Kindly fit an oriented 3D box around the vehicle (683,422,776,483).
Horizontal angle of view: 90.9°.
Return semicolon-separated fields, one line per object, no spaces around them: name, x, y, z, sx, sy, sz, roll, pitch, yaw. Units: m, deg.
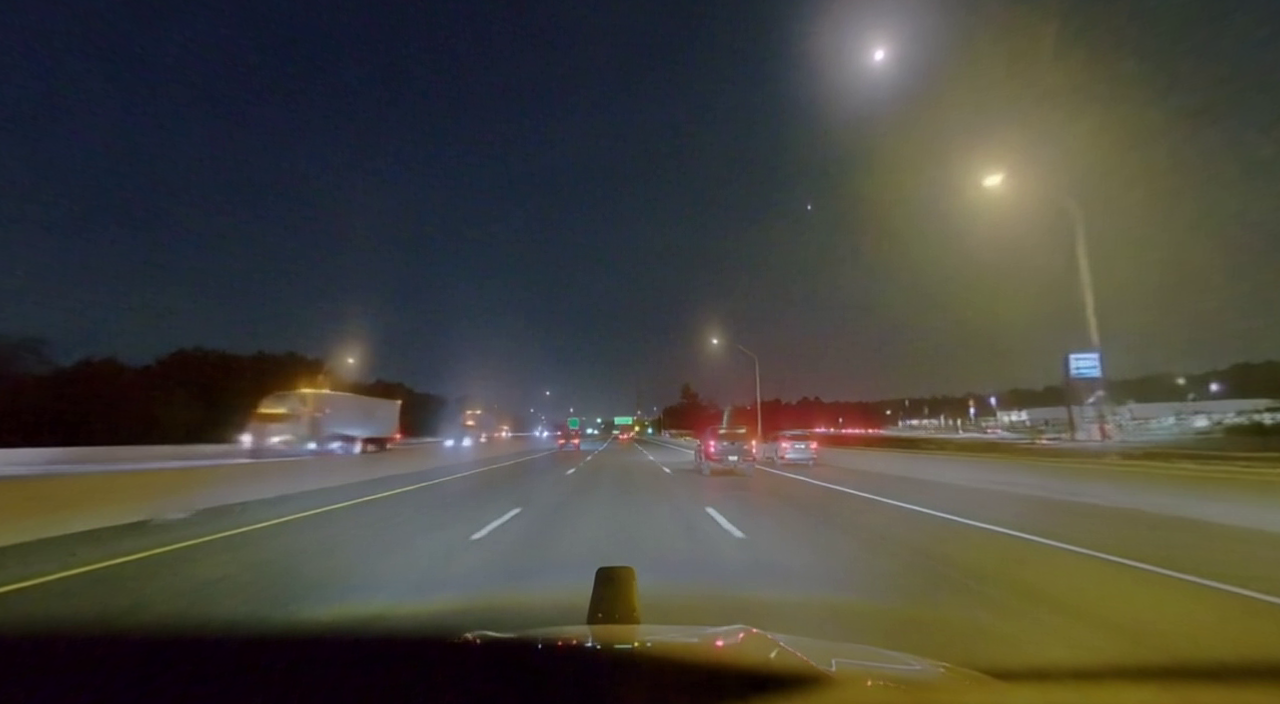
vehicle;2.582;3.014;19.218;2.022;1.637;4.229;0;-8;-3

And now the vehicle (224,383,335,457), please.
vehicle;-21.023;4.099;37.221;3.007;3.981;5.933;0;-8;-2

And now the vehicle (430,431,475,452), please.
vehicle;-14.053;6.725;47.527;2.037;1.495;4.668;0;-8;-1

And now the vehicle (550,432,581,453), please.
vehicle;-5.657;6.935;48.458;1.996;1.518;4.229;0;-8;-2

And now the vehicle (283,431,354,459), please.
vehicle;-17.312;5.005;34.119;1.885;1.441;3.879;0;-8;-1
